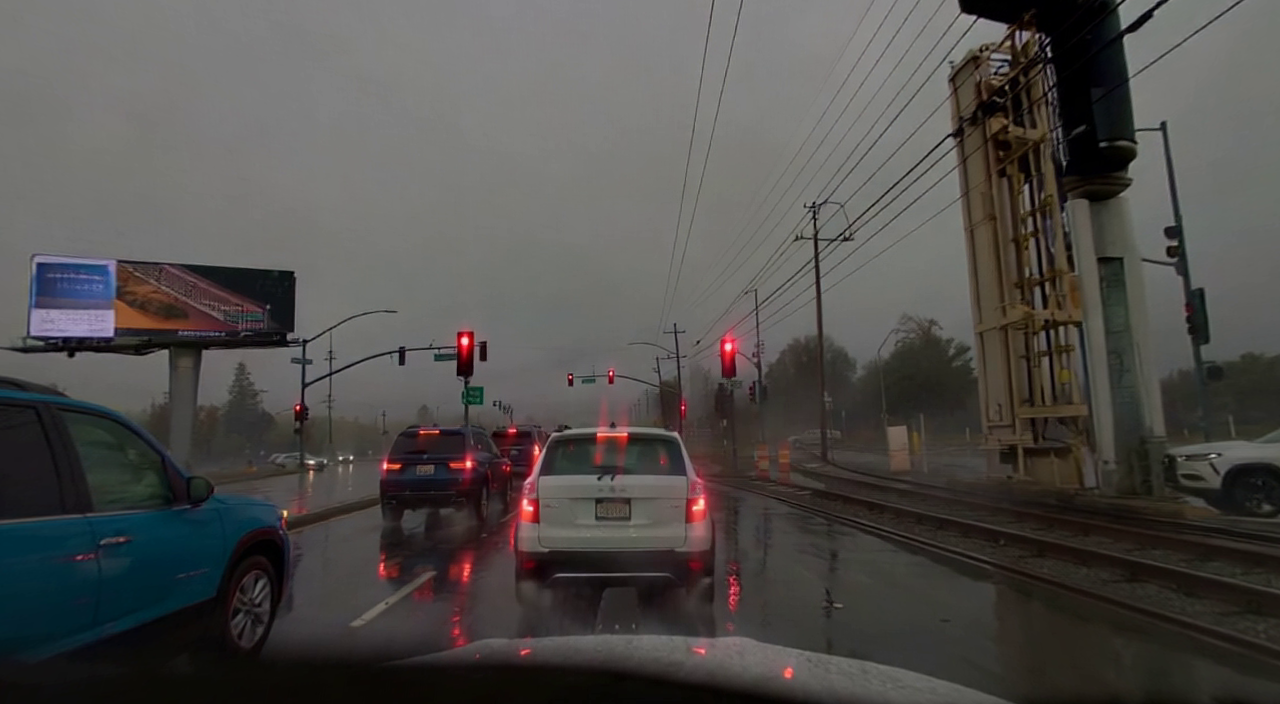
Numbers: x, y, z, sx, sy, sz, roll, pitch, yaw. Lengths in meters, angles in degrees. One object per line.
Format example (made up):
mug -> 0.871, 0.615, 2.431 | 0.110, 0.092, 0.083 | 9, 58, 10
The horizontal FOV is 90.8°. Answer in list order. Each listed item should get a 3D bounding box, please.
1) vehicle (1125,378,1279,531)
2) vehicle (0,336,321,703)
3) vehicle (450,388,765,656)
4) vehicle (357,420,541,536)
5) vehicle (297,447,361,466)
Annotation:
vehicle -> 9.612, 1.314, 8.189 | 5.060, 1.702, 2.033 | 1, -9, -4
vehicle -> -3.924, 0.880, 3.086 | 2.052, 1.814, 5.184 | 0, -9, -1
vehicle -> -0.207, 1.373, 5.983 | 2.025, 1.723, 3.644 | 0, -9, 0
vehicle -> -3.148, 2.182, 11.502 | 1.988, 1.678, 4.317 | 0, -9, 0
vehicle -> -24.177, 8.089, 49.078 | 4.357, 1.444, 1.842 | -3, -9, 19
